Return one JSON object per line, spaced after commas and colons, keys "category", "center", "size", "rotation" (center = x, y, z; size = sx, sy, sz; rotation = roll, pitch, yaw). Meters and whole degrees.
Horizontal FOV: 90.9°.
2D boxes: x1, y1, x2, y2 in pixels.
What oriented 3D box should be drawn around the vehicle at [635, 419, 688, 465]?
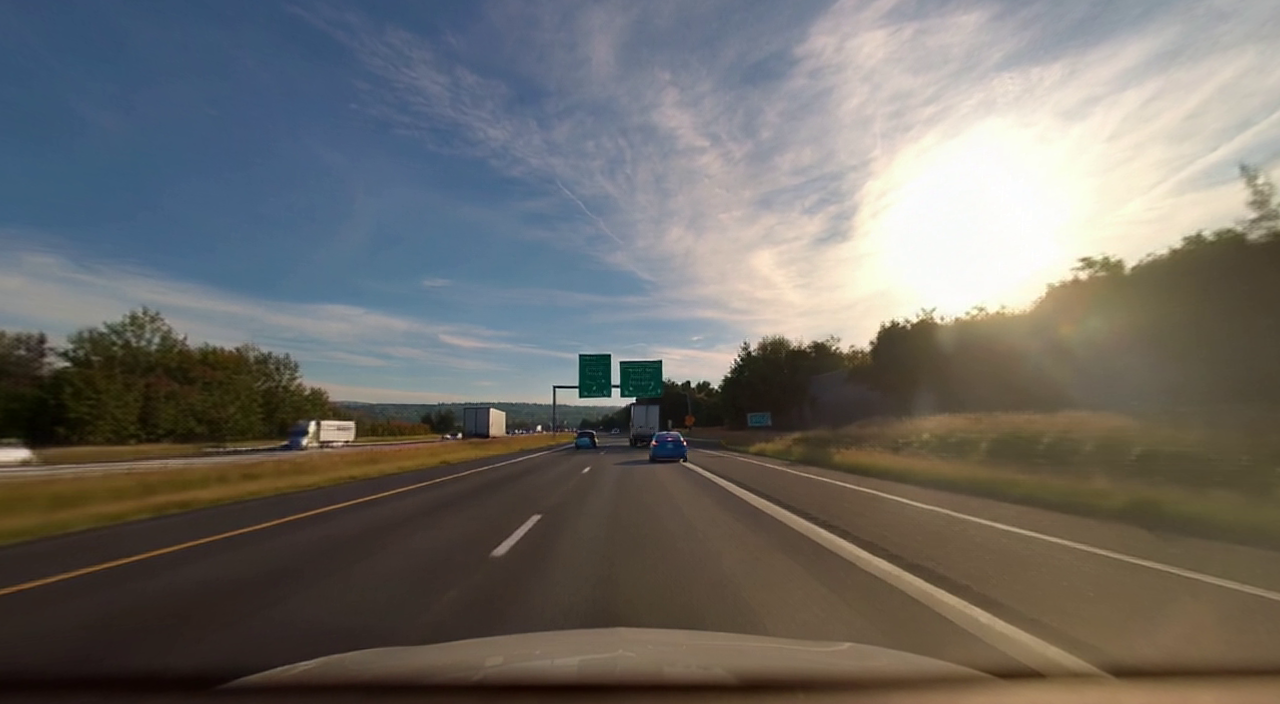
{"category": "vehicle", "center": [0.886, 4.044, 28.440], "size": [2.076, 1.914, 4.287], "rotation": [0, -8, -2]}
